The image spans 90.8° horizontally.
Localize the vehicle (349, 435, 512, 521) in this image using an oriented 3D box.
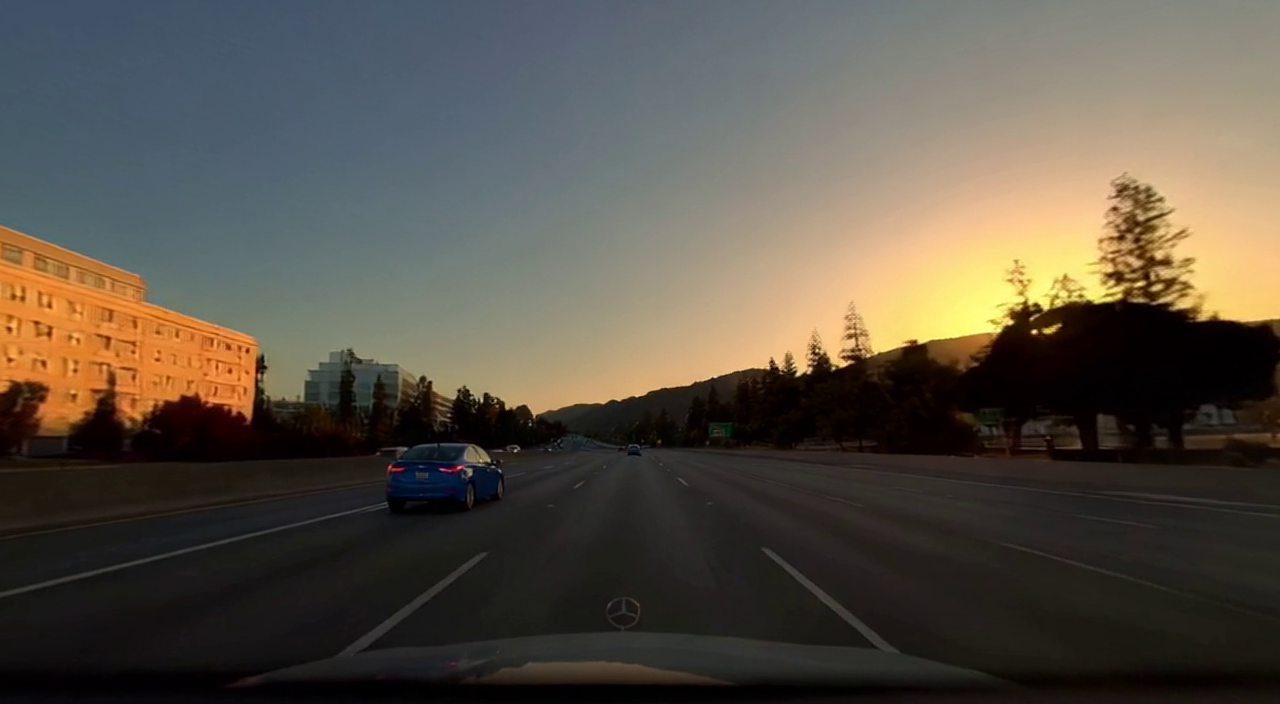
[{"bbox_3d":[-4.133,2.545,13.347,1.900,1.492,4.495,0,-9,0],"label":"vehicle"}]
